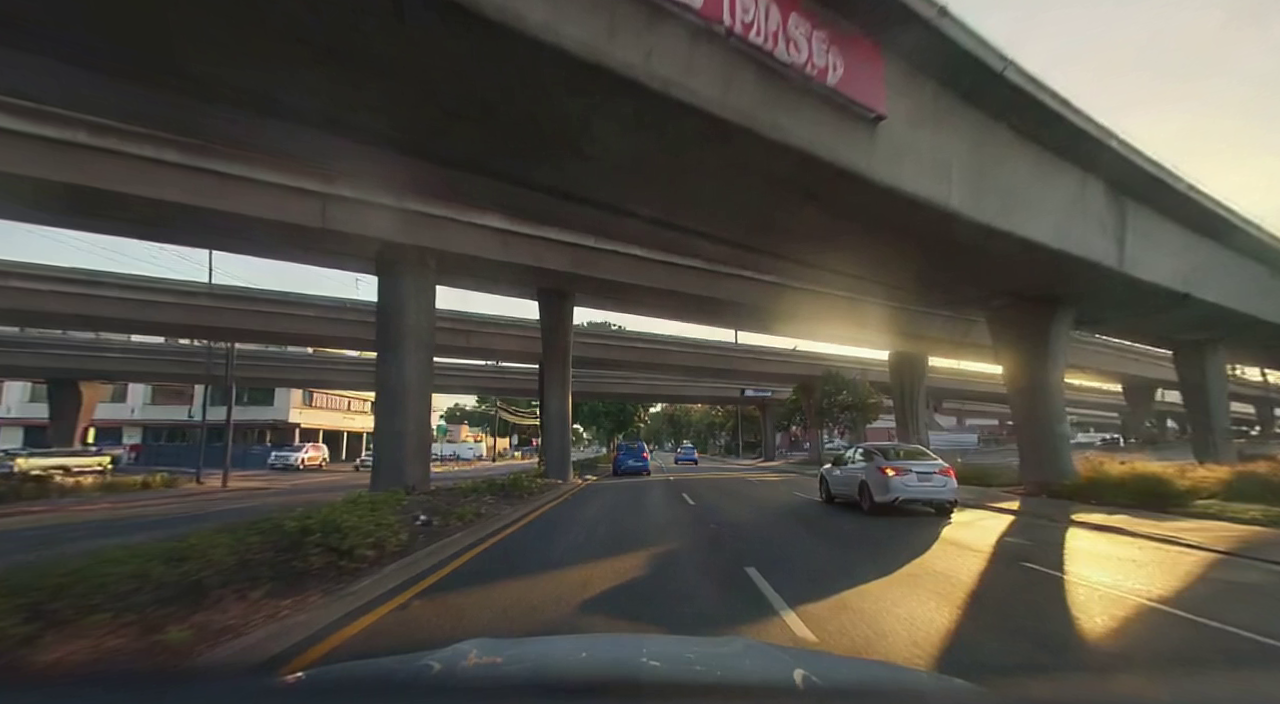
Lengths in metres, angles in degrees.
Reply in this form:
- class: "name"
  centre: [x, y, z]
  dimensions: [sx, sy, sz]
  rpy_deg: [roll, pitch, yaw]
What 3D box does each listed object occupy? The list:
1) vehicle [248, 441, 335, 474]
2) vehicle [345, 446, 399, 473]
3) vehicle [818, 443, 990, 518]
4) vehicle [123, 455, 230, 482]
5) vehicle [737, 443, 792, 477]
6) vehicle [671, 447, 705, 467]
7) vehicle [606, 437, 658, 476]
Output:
- class: "vehicle"
  centre: [-25.207, 7.645, 46.063]
  dimensions: [2.510, 2.180, 7.492]
  rpy_deg: [0, -8, -4]
- class: "vehicle"
  centre: [-19.524, 7.809, 46.125]
  dimensions: [1.989, 1.820, 4.427]
  rpy_deg: [0, -9, -1]
- class: "vehicle"
  centre: [5.968, 2.928, 14.984]
  dimensions: [1.954, 1.479, 4.557]
  rpy_deg: [0, -8, -3]
- class: "vehicle"
  centre: [-26.850, 6.760, 36.686]
  dimensions: [4.582, 1.429, 1.962]
  rpy_deg: [3, -9, -21]
- class: "vehicle"
  centre: [6.584, 5.747, 33.808]
  dimensions: [1.974, 1.663, 4.299]
  rpy_deg: [0, -8, -1]
- class: "vehicle"
  centre: [3.534, 7.806, 47.095]
  dimensions: [2.126, 1.375, 4.241]
  rpy_deg: [0, -8, -1]
- class: "vehicle"
  centre: [-0.359, 5.257, 32.041]
  dimensions: [2.441, 1.813, 4.581]
  rpy_deg: [0, -8, 1]
